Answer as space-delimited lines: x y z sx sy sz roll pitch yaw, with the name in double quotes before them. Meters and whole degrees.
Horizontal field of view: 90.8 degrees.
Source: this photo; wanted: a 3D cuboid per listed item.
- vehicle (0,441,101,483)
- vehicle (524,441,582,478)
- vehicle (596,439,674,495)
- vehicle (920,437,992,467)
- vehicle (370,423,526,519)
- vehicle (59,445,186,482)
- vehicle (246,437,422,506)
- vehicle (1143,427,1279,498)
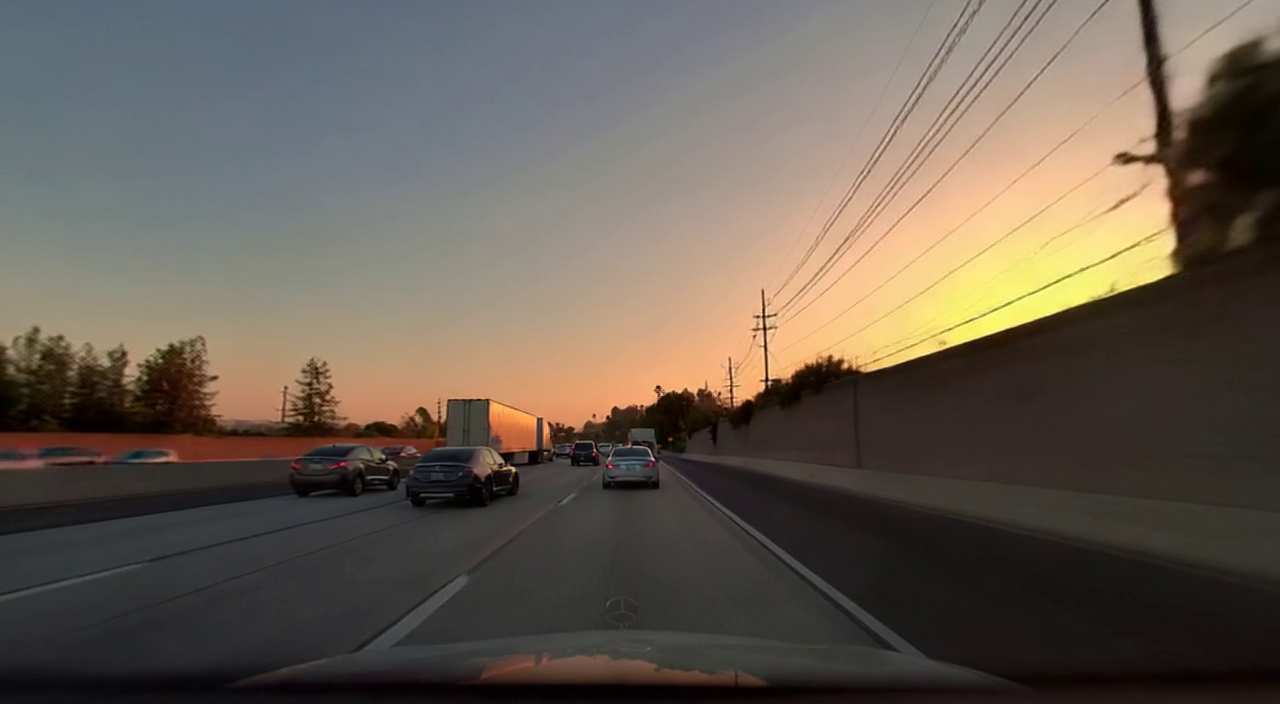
"vehicle" -27.087 4.838 28.093 2.017 1.724 4.861 0 -9 -1
"vehicle" -3.744 4.692 27.778 1.870 1.485 4.304 0 -9 1
"vehicle" -0.160 3.368 18.812 2.089 1.477 3.818 0 -9 -1
"vehicle" 17.940 5.721 36.167 1.936 1.591 4.362 0 -9 1
"vehicle" -3.848 2.467 13.561 1.923 1.716 4.289 0 -9 1
"vehicle" -23.623 5.076 29.118 1.910 1.556 4.668 0 -9 -1
"vehicle" -7.663 3.021 16.521 2.165 1.511 4.810 0 -9 0
"vehicle" 14.314 2.455 14.214 1.949 1.472 4.795 0 -9 -1
